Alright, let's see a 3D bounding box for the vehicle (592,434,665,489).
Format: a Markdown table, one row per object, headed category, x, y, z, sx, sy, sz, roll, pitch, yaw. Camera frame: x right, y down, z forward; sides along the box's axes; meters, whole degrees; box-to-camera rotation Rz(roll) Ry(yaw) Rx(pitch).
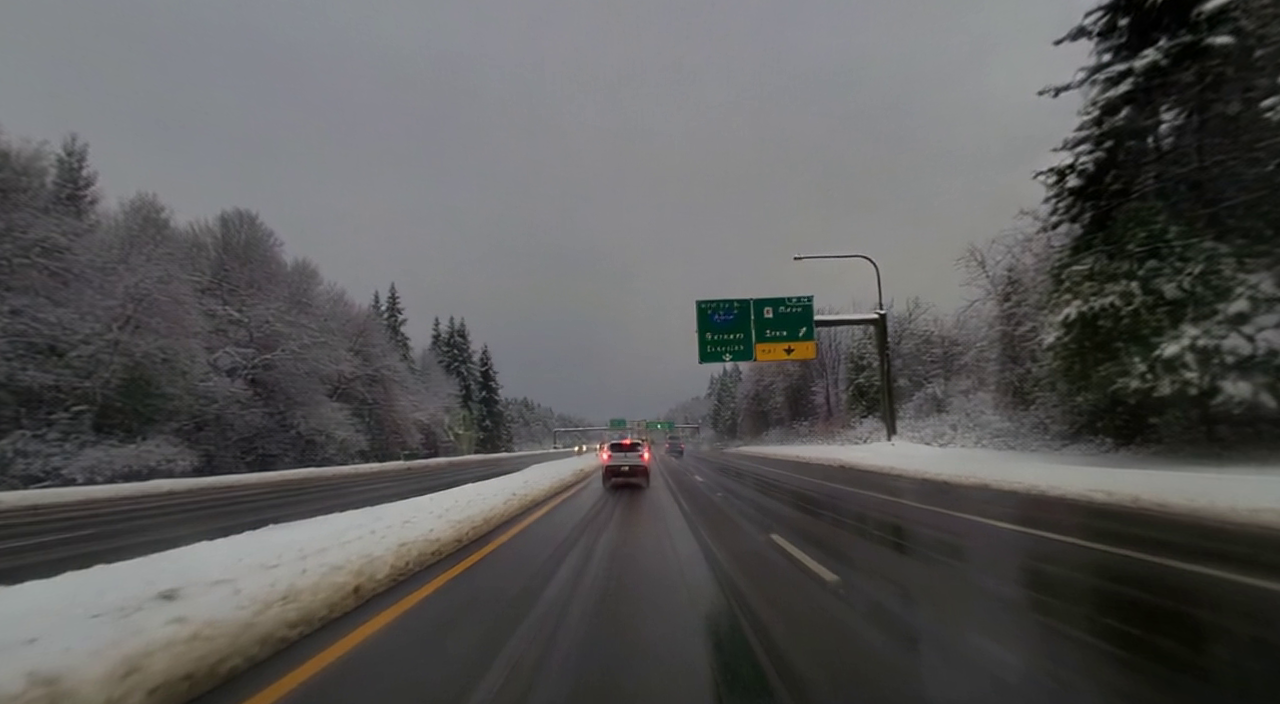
| category | x | y | z | sx | sy | sz | roll | pitch | yaw |
| --- | --- | --- | --- | --- | --- | --- | --- | --- | --- |
| vehicle | -0.302 | 3.296 | 19.259 | 2.003 | 1.490 | 3.636 | 0 | -8 | 0 |
